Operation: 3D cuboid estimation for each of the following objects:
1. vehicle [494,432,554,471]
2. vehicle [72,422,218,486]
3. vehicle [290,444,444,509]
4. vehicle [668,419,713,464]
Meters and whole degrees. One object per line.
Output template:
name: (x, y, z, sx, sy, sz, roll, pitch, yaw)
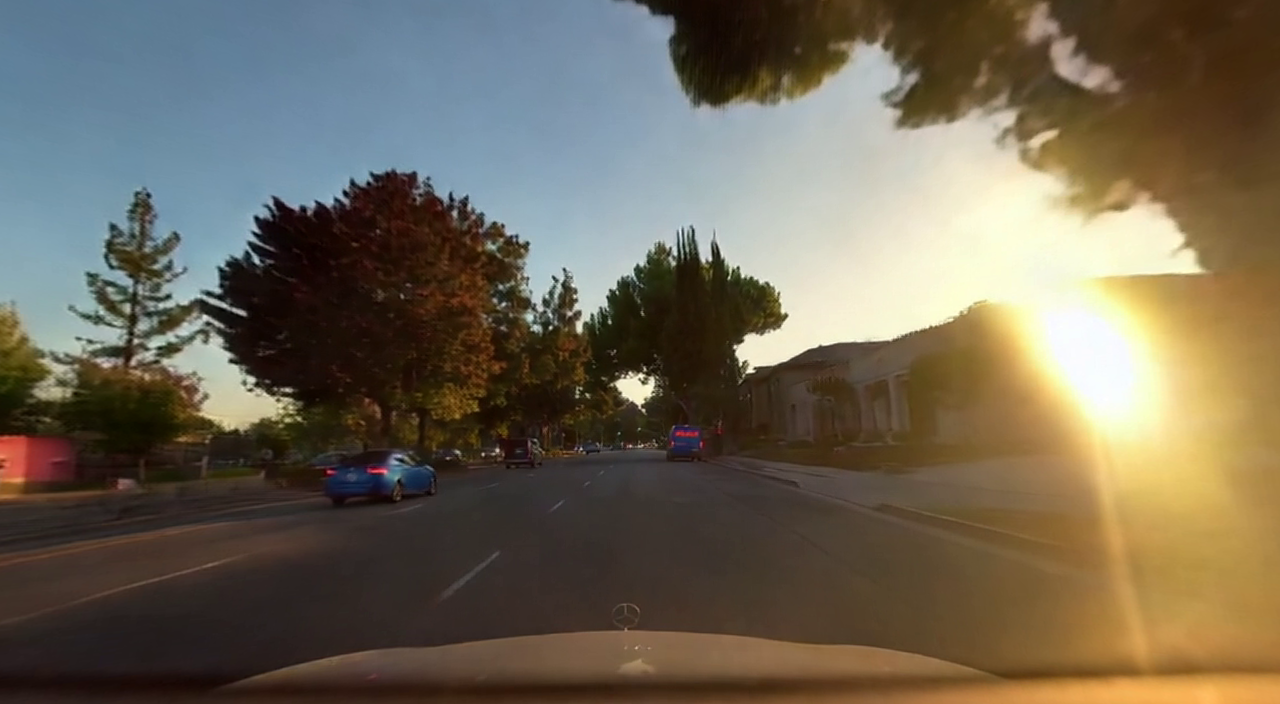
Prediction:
vehicle: (-6.664, 5.796, 36.886, 2.332, 2.039, 5.678, 0, -9, 1)
vehicle: (-34.347, 7.142, 44.515, 2.781, 3.955, 8.836, -1, -9, 2)
vehicle: (-6.848, 3.142, 16.470, 1.970, 1.456, 4.441, 0, -9, 1)
vehicle: (3.477, 6.369, 44.839, 2.791, 3.026, 4.668, 0, -9, 0)
